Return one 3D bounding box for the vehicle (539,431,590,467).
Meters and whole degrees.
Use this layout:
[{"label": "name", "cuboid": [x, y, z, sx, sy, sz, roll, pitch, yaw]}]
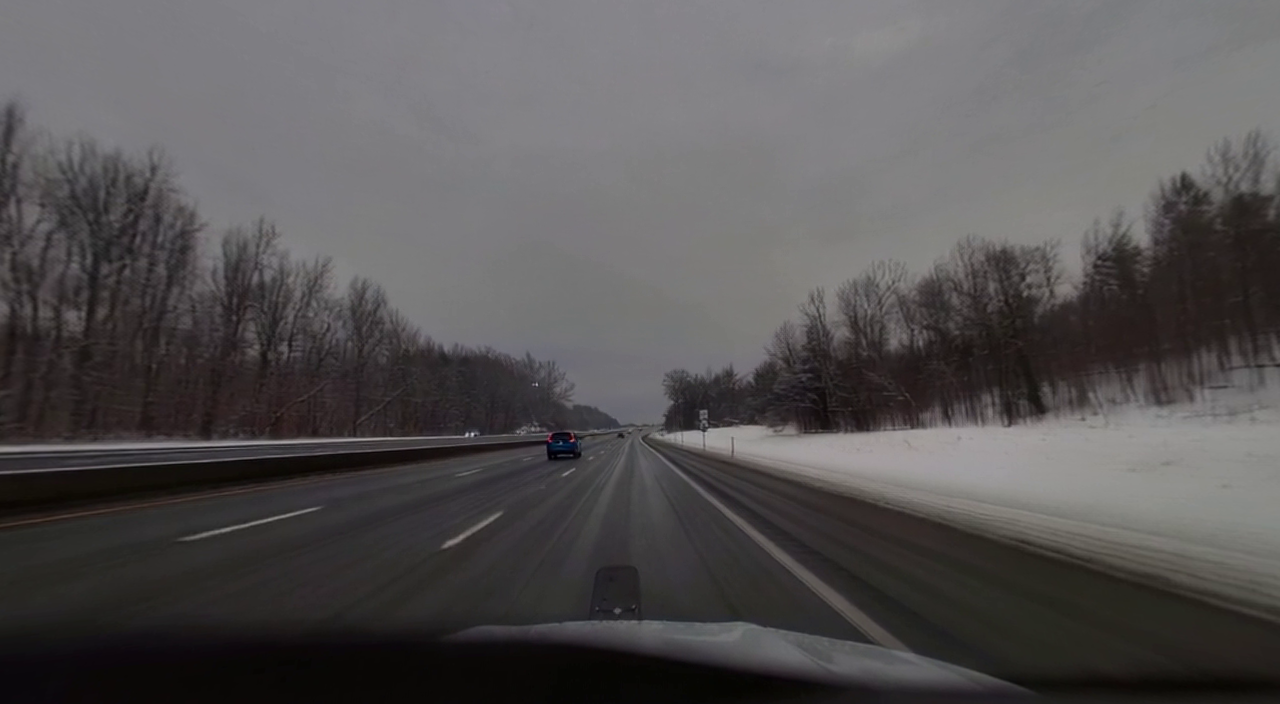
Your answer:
[{"label": "vehicle", "cuboid": [-3.692, 4.803, 31.430, 2.057, 1.666, 4.552, 0, -8, -1]}]
